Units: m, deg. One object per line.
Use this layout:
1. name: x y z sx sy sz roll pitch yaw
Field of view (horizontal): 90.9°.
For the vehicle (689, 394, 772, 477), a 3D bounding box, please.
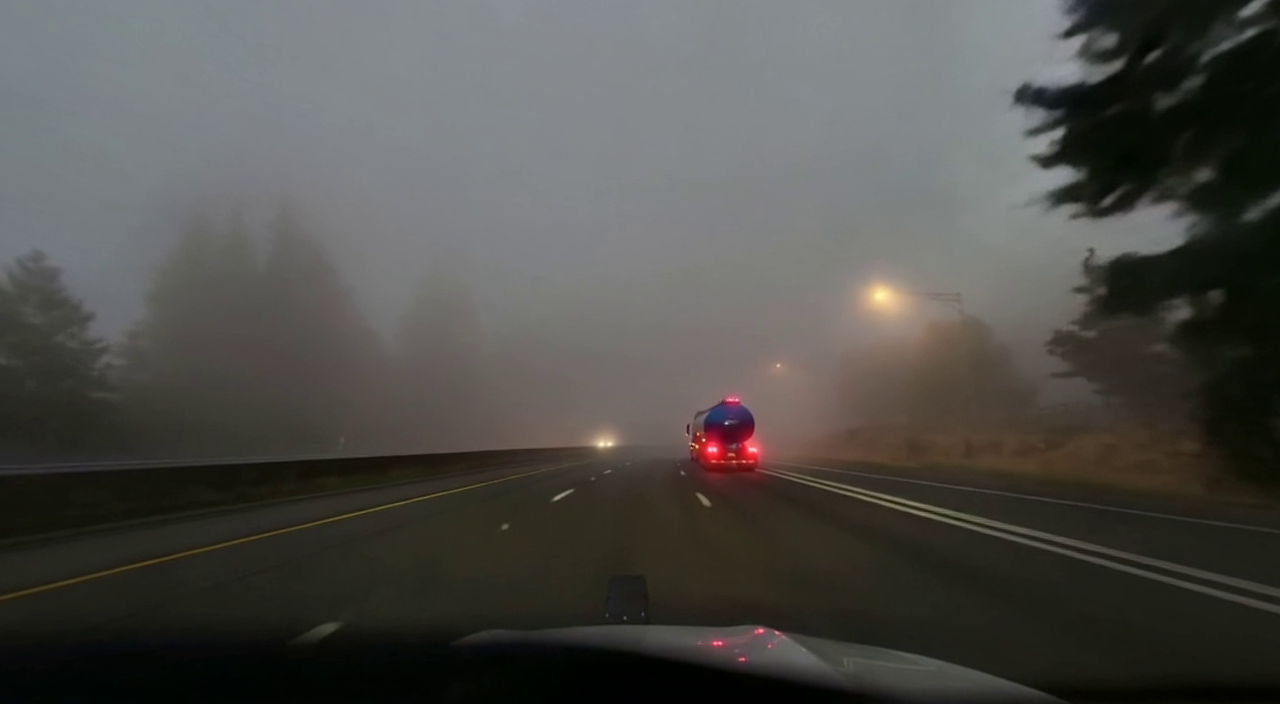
1. vehicle: 4.538 4.726 35.088 2.880 3.624 14.397 -1 -8 2
